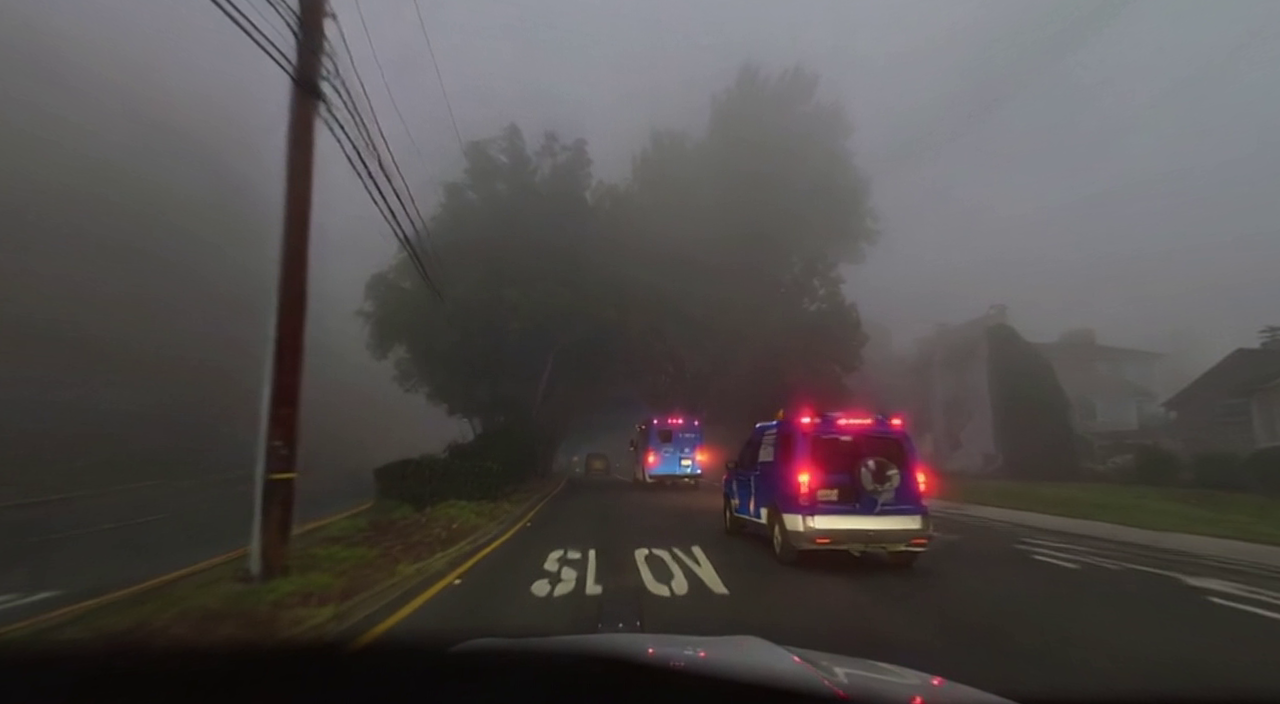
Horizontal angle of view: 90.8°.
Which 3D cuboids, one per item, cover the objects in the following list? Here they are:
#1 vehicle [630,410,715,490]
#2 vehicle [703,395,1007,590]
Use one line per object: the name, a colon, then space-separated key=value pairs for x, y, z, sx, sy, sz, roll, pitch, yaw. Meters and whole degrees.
vehicle: x=1.073 y=3.728 z=24.332 sx=2.406 sy=2.687 sz=5.521 roll=1 pitch=-8 yaw=-6
vehicle: x=2.421 y=1.740 z=8.834 sx=2.194 sy=1.922 sz=4.822 roll=1 pitch=-8 yaw=-5
